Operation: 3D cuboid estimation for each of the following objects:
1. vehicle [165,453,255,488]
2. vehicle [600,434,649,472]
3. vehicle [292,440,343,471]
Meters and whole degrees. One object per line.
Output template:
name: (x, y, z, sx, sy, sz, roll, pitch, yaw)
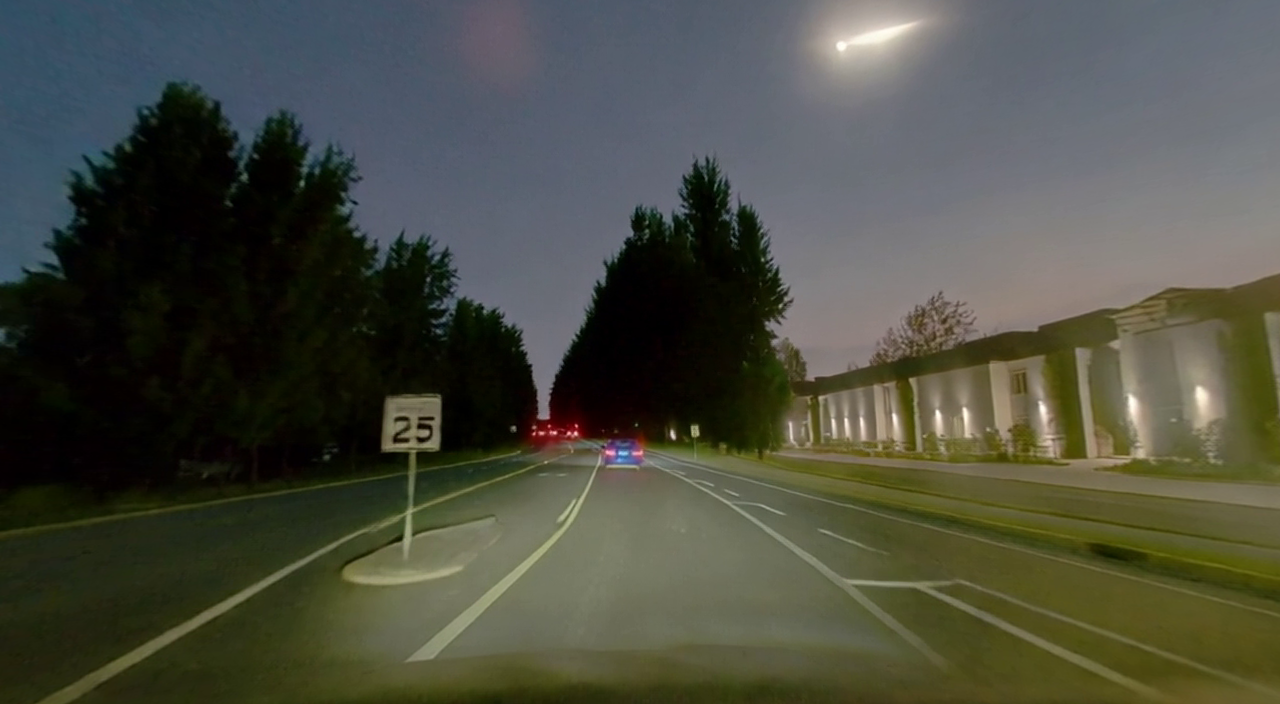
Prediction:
vehicle: (-20.897, 5.743, 30.951, 1.792, 1.471, 4.511, 2, -9, -8)
vehicle: (-0.829, 4.971, 31.168, 2.216, 1.708, 4.110, 1, -9, -4)
vehicle: (-23.718, 7.616, 46.709, 2.076, 2.085, 5.241, 4, -9, -13)
